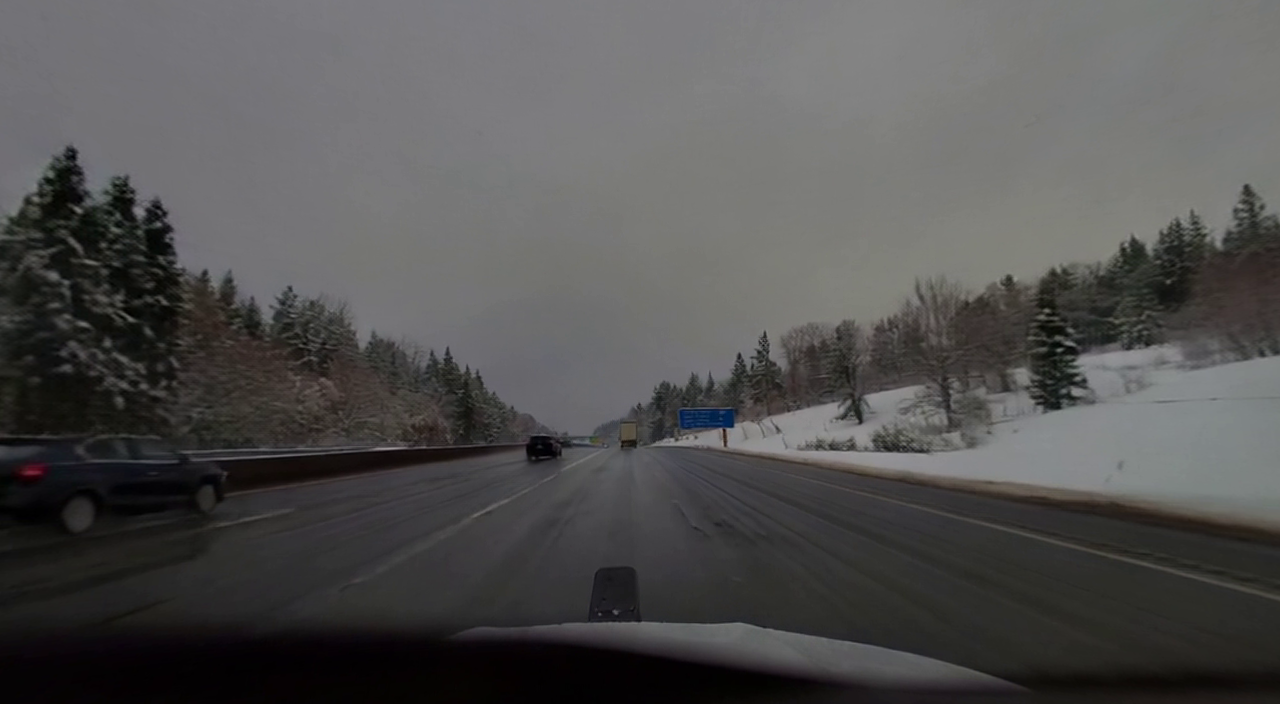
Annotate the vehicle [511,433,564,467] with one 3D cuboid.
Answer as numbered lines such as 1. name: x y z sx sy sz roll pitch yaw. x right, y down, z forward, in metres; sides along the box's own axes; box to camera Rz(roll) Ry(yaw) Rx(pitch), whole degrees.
1. vehicle: -4.858 4.677 30.290 1.912 1.495 3.703 0 -7 0

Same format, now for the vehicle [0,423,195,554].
1. vehicle: -8.274 1.680 8.142 1.973 1.470 4.270 0 -7 -1
